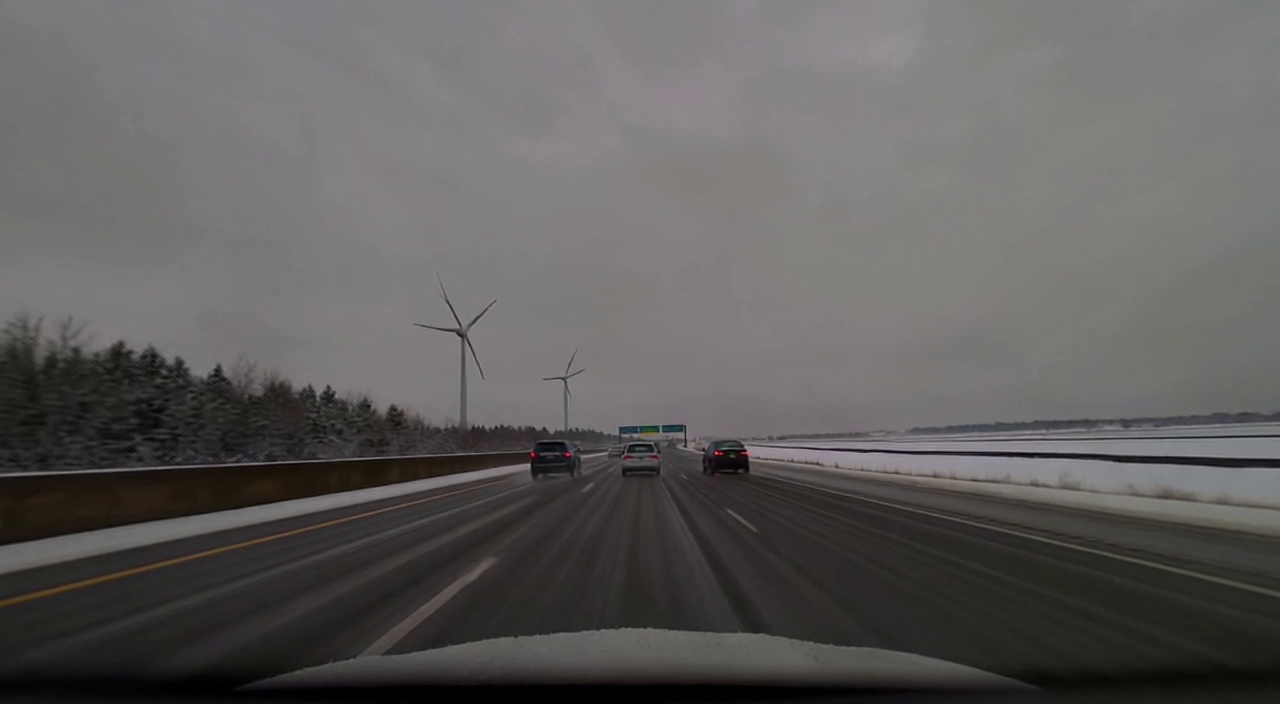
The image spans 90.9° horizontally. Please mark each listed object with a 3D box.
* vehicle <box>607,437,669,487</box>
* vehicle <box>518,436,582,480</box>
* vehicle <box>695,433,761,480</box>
[{"bbox_3d":[-0.062,4.020,23.169,2.083,1.653,3.787,0,-9,0],"label":"vehicle"},{"bbox_3d":[-3.905,4.716,28.237,2.131,1.784,4.635,0,-9,1],"label":"vehicle"},{"bbox_3d":[3.756,4.578,27.779,2.104,1.861,4.956,0,-9,-1],"label":"vehicle"}]
